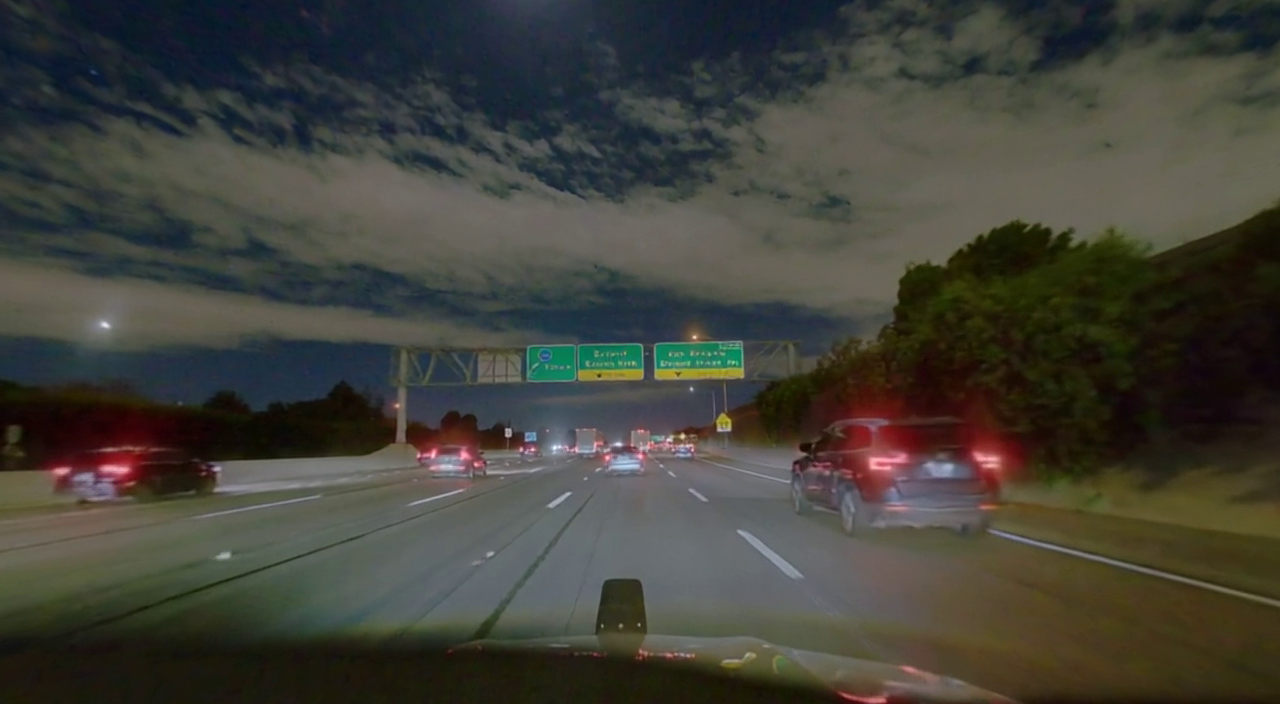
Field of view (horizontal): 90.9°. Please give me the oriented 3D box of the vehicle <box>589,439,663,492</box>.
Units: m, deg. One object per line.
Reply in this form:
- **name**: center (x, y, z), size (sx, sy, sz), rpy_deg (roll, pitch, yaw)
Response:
- **vehicle**: center (-0.398, 3.468, 19.633), size (2.042, 1.446, 4.269), rpy_deg (0, -9, 0)

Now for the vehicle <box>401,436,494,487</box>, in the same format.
- **vehicle**: center (-6.940, 3.987, 23.226), size (2.060, 1.669, 4.242), rpy_deg (0, -9, 0)

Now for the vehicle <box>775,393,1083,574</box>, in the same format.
- **vehicle**: center (3.336, 1.619, 8.445), size (2.001, 1.771, 4.250), rpy_deg (0, -9, -1)

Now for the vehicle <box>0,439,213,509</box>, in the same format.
- **vehicle**: center (-14.471, 3.243, 17.320), size (2.055, 1.628, 4.898), rpy_deg (0, -9, 0)
